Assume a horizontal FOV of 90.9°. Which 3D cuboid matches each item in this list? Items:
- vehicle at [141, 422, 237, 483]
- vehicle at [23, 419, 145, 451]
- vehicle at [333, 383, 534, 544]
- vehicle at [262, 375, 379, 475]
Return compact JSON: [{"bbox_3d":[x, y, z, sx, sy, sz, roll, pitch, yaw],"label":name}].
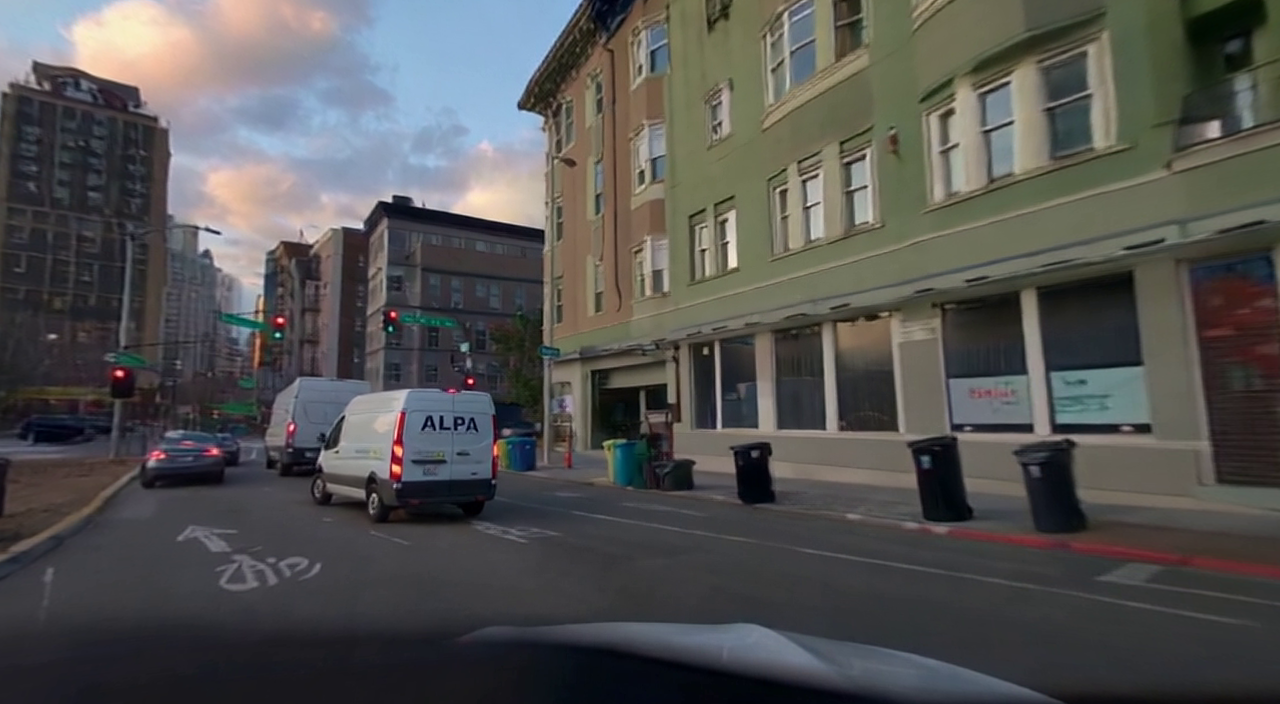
[{"bbox_3d":[-12.155,2.661,17.050,1.841,1.461,3.426,5,-9,-34],"label":"vehicle"},{"bbox_3d":[-26.291,3.945,29.904,1.657,1.400,3.951,-5,-9,33],"label":"vehicle"},{"bbox_3d":[-3.422,1.624,9.862,1.951,1.907,4.266,5,-9,-32],"label":"vehicle"},{"bbox_3d":[-10.490,2.405,20.359,2.333,2.703,6.504,5,-9,-34],"label":"vehicle"}]
